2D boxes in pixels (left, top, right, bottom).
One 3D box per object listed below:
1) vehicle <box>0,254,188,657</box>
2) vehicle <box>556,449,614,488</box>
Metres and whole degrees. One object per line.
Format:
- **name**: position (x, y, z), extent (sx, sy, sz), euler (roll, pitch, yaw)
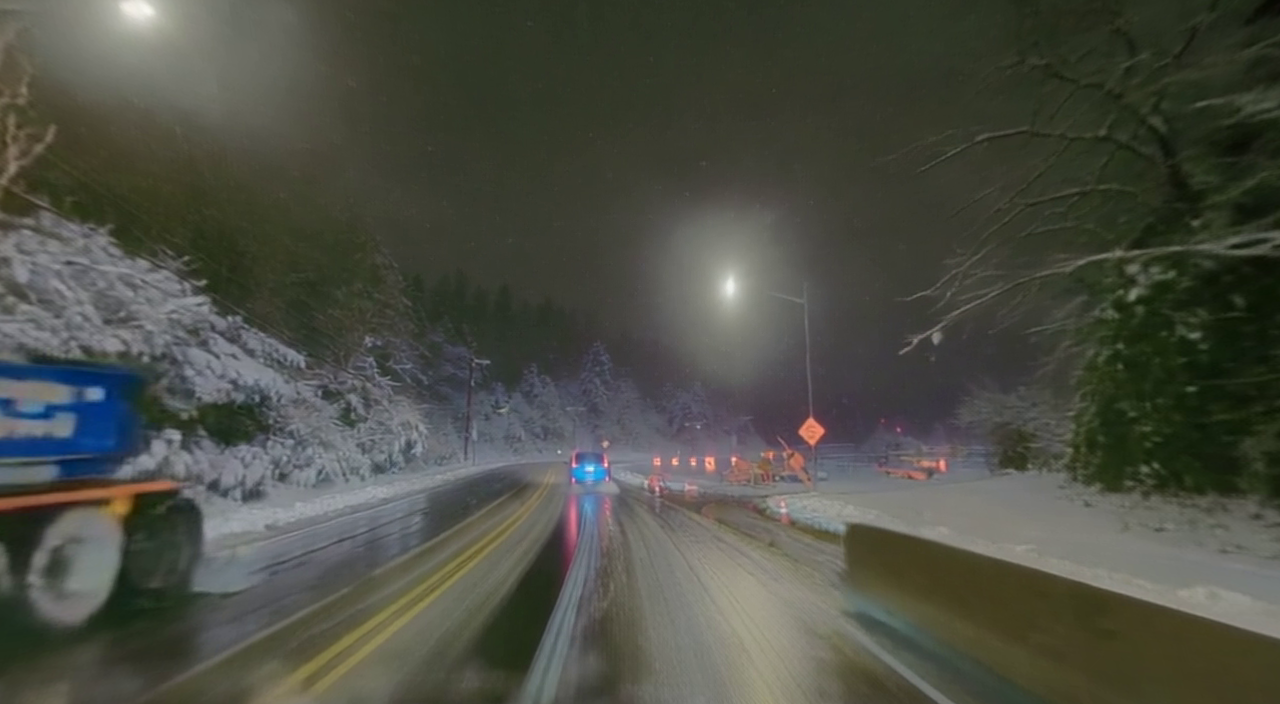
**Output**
- **vehicle**: position (-5.316, 0.594, 3.570), extent (2.257, 2.597, 4.069), euler (0, -8, 2)
- **vehicle**: position (-2.470, 4.966, 27.264), extent (2.259, 1.503, 4.075), euler (1, -9, -8)
